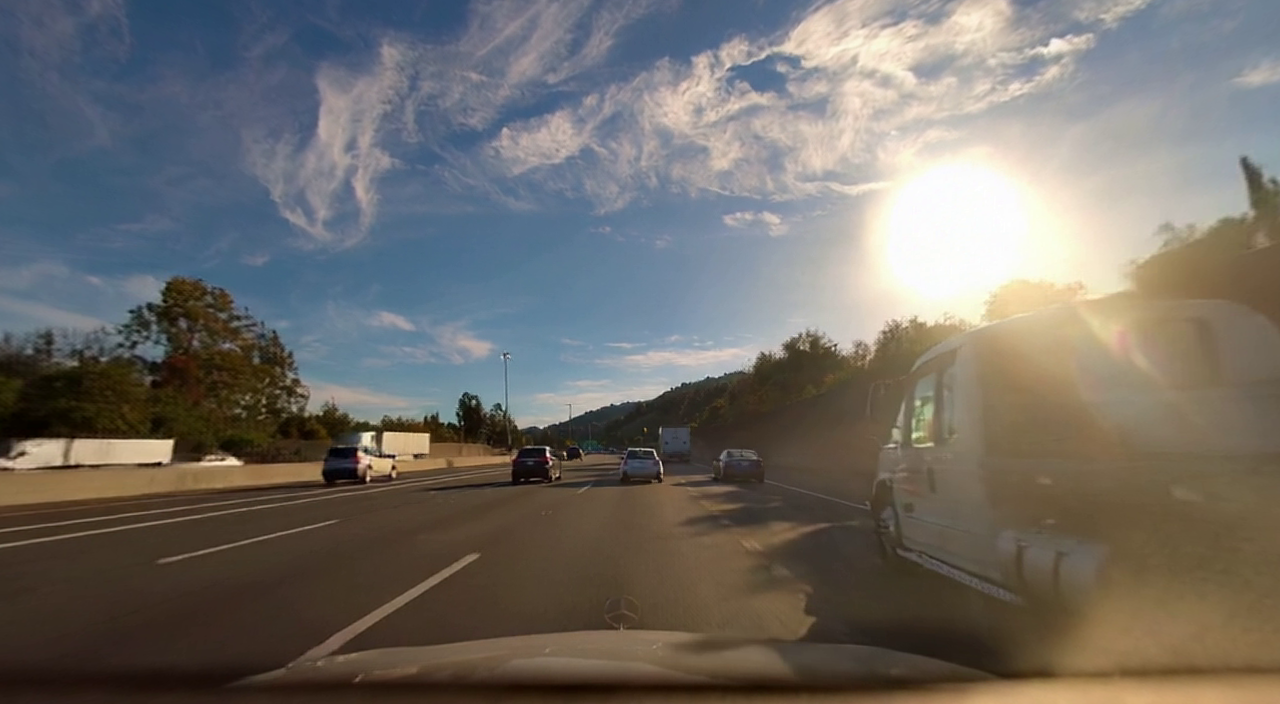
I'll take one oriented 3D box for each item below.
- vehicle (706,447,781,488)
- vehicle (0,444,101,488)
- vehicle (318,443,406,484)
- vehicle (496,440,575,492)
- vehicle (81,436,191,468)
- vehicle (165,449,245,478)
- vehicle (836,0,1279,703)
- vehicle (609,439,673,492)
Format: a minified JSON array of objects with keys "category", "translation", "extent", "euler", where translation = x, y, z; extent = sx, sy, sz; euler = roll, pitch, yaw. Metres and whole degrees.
[{"category":"vehicle","translation":[4.013,4.563,25.394],"extent":[2.146,1.482,4.665],"euler":[0,-8,-1]},{"category":"vehicle","translation":[-34.607,6.299,35.354],"extent":[2.693,2.275,6.870],"euler":[0,-8,1]},{"category":"vehicle","translation":[-12.852,5.152,29.527],"extent":[1.946,1.773,4.446],"euler":[0,-9,2]},{"category":"vehicle","translation":[-3.707,4.139,23.313],"extent":[1.988,1.696,4.754],"euler":[0,-8,1]},{"category":"vehicle","translation":[-34.464,6.842,43.546],"extent":[2.655,2.004,5.875],"euler":[0,-8,1]},{"category":"vehicle","translation":[-23.328,5.964,34.045],"extent":[1.672,1.455,3.542],"euler":[0,-9,2]},{"category":"vehicle","translation":[3.726,0.049,2.591],"extent":[2.836,3.508,8.723],"euler":[0,-8,-1]},{"category":"vehicle","translation":[0.045,4.066,23.036],"extent":[2.103,1.717,4.399],"euler":[0,-9,0]}]
